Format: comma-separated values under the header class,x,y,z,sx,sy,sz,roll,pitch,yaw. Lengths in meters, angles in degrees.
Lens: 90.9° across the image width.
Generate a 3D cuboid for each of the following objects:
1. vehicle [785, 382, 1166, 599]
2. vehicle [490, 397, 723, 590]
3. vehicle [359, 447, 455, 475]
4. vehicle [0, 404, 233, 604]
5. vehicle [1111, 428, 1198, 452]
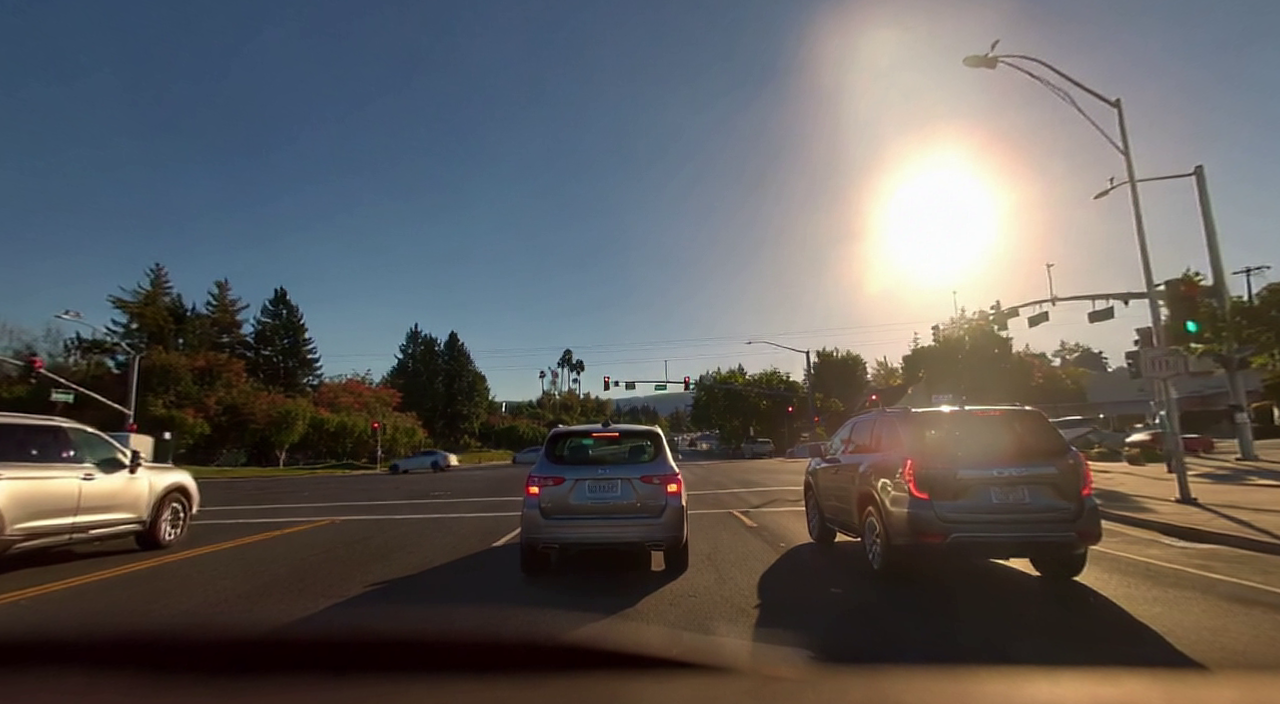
class,x,y,z,sx,sy,sz,roll,pitch,yaw
vehicle,3.266,1.462,7.432,2.083,1.779,4.347,0,-9,0
vehicle,-0.240,1.564,7.692,2.067,1.702,3.987,0,-9,2
vehicle,-13.015,6.105,35.415,4.669,1.469,1.855,0,-9,-3
vehicle,-6.725,1.447,6.224,2.011,1.774,4.866,0,-9,2
vehicle,34.304,5.879,42.090,4.276,1.579,1.762,0,-9,-3
